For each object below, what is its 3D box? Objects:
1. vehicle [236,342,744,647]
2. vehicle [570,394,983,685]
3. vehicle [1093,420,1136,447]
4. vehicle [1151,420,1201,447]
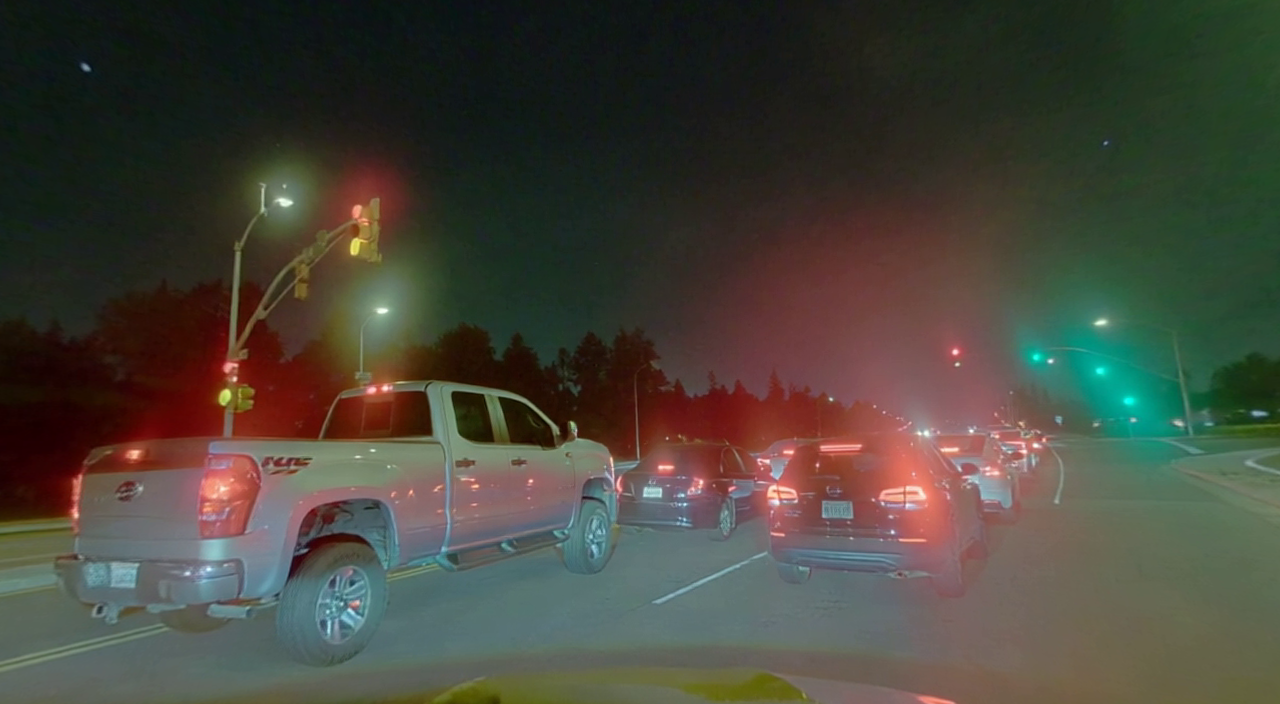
[{"bbox_3d":[-0.869,1.401,7.471,2.272,2.016,6.146,-4,-10,27],"label":"vehicle"},{"bbox_3d":[1.715,1.379,5.987,2.027,1.549,4.801,-6,-10,35],"label":"vehicle"},{"bbox_3d":[32.793,5.678,43.726,2.160,1.790,4.303,-6,-10,35],"label":"vehicle"},{"bbox_3d":[35.764,5.488,42.193,2.183,1.714,4.491,-6,-11,37],"label":"vehicle"}]
